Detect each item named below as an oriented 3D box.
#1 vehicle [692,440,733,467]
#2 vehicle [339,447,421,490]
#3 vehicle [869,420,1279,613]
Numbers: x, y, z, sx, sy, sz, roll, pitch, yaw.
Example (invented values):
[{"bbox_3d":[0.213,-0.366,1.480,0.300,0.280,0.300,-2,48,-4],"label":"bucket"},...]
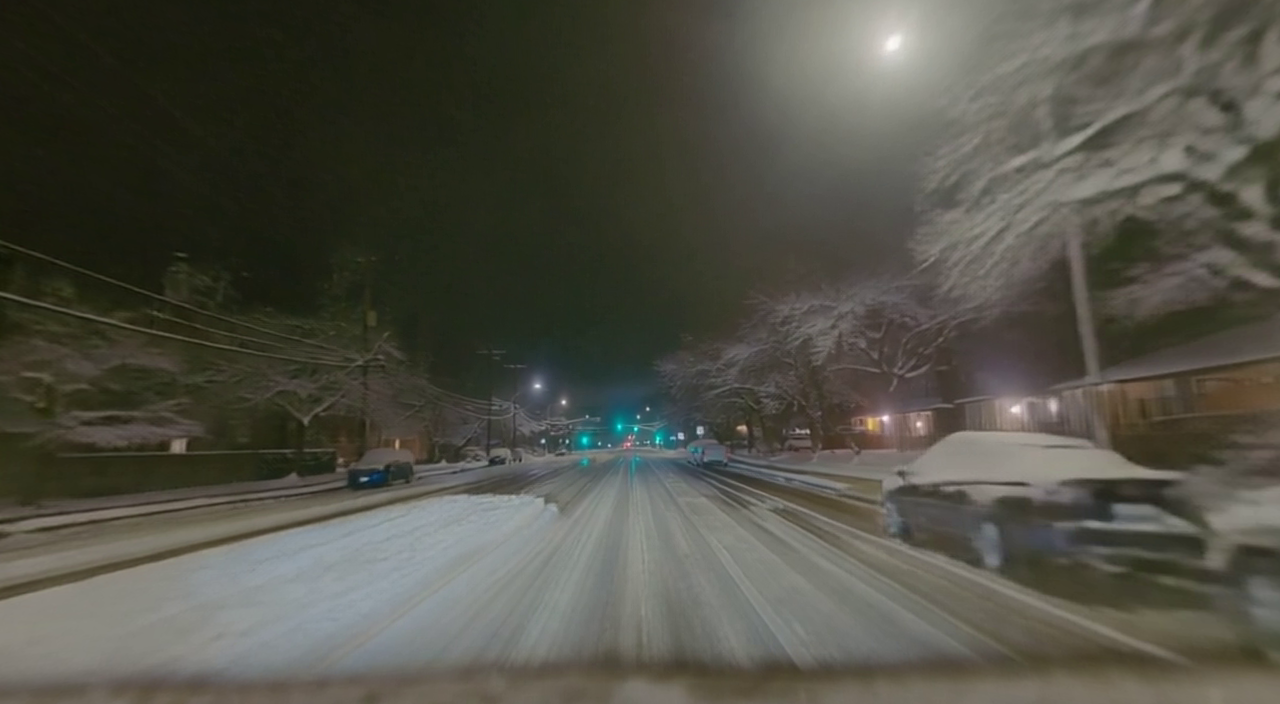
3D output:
[{"bbox_3d":[4.374,6.267,38.854,2.000,1.520,4.943,-1,-9,0],"label":"vehicle"},{"bbox_3d":[-12.478,5.580,30.679,2.034,1.646,4.808,-4,-7,-2],"label":"vehicle"},{"bbox_3d":[4.593,1.707,7.579,1.939,1.561,4.495,2,-8,-1],"label":"vehicle"}]
